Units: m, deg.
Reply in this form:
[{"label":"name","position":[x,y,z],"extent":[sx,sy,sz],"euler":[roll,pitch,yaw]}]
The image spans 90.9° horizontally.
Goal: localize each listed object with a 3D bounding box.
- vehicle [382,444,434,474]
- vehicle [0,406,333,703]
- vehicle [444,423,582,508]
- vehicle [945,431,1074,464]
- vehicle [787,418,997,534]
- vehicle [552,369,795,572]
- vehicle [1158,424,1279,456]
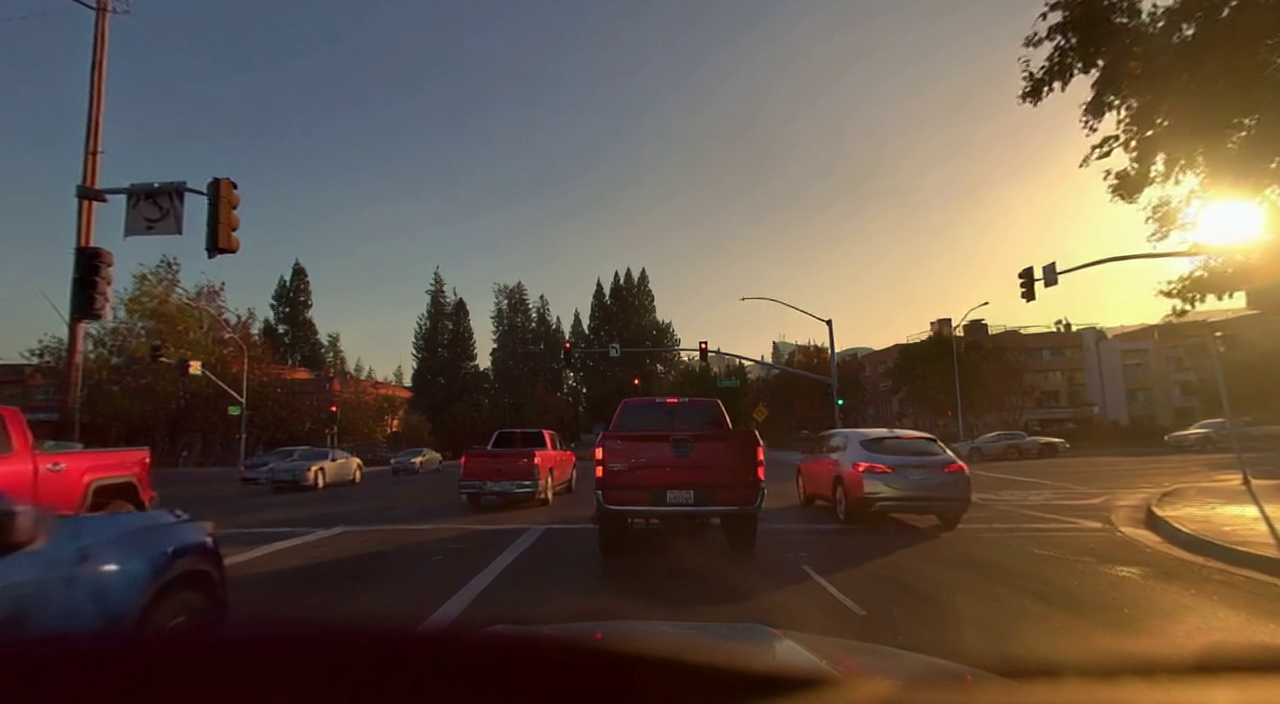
[{"label":"vehicle","position":[-16.217,7.470,44.306],"extent":[1.884,1.931,4.375],"euler":[0,-8,0]},{"label":"vehicle","position":[-3.353,0.951,2.351],"extent":[1.998,1.481,4.656],"euler":[0,-8,1]},{"label":"vehicle","position":[-2.871,2.712,15.522],"extent":[2.125,1.739,4.707],"euler":[-1,-8,4]},{"label":"vehicle","position":[16.901,4.376,28.952],"extent":[4.809,1.458,1.842],"euler":[0,-8,-3]},{"label":"vehicle","position":[4.125,2.094,11.244],"extent":[1.984,1.659,4.226],"euler":[0,-8,0]},{"label":"vehicle","position":[0.411,1.565,8.993],"extent":[2.505,2.084,4.768],"euler":[0,-8,2]},{"label":"vehicle","position":[27.779,4.175,29.897],"extent":[4.681,1.458,1.908],"euler":[0,-8,-1]}]
